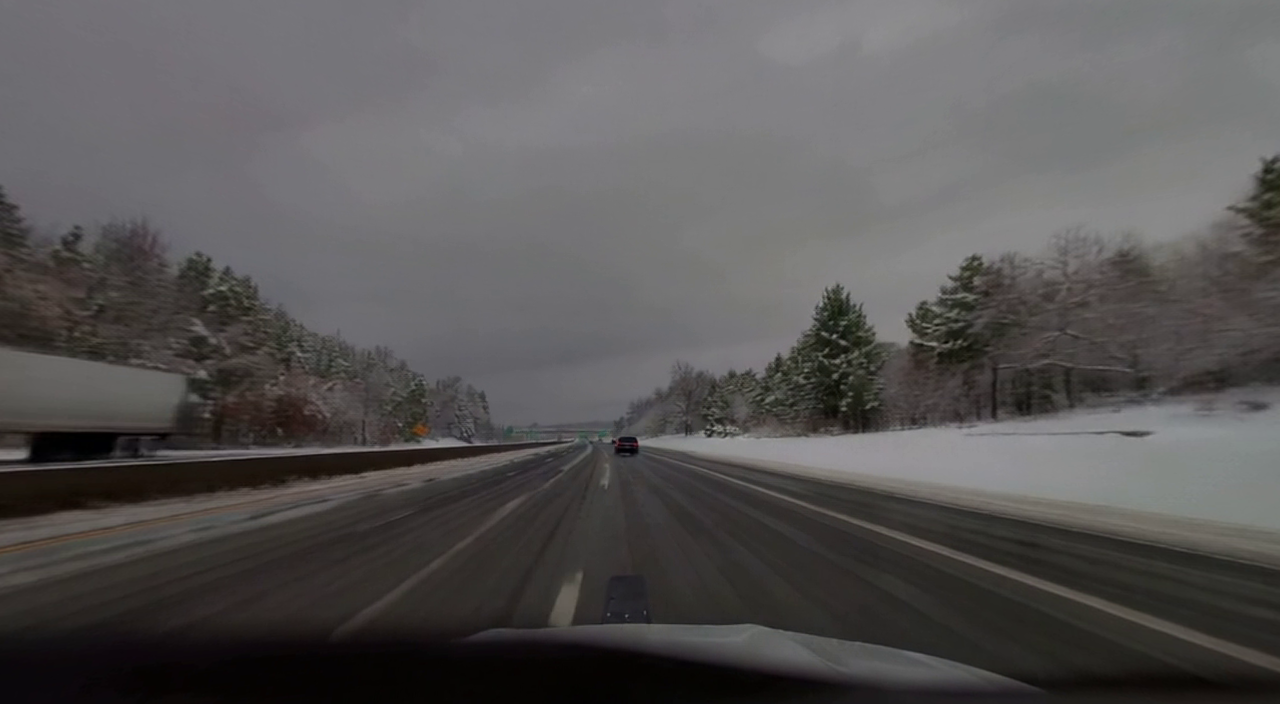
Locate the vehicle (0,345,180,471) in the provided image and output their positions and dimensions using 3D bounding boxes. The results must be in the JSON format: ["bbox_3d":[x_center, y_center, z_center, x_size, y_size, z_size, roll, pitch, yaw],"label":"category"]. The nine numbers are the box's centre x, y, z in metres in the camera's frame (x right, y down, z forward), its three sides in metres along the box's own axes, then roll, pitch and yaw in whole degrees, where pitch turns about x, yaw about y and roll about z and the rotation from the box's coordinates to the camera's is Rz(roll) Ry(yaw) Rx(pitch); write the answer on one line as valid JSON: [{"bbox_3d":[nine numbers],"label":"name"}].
[{"bbox_3d":[-22.332,1.952,21.353,3.012,4.071,14.519,0,-8,-3],"label":"vehicle"}]
